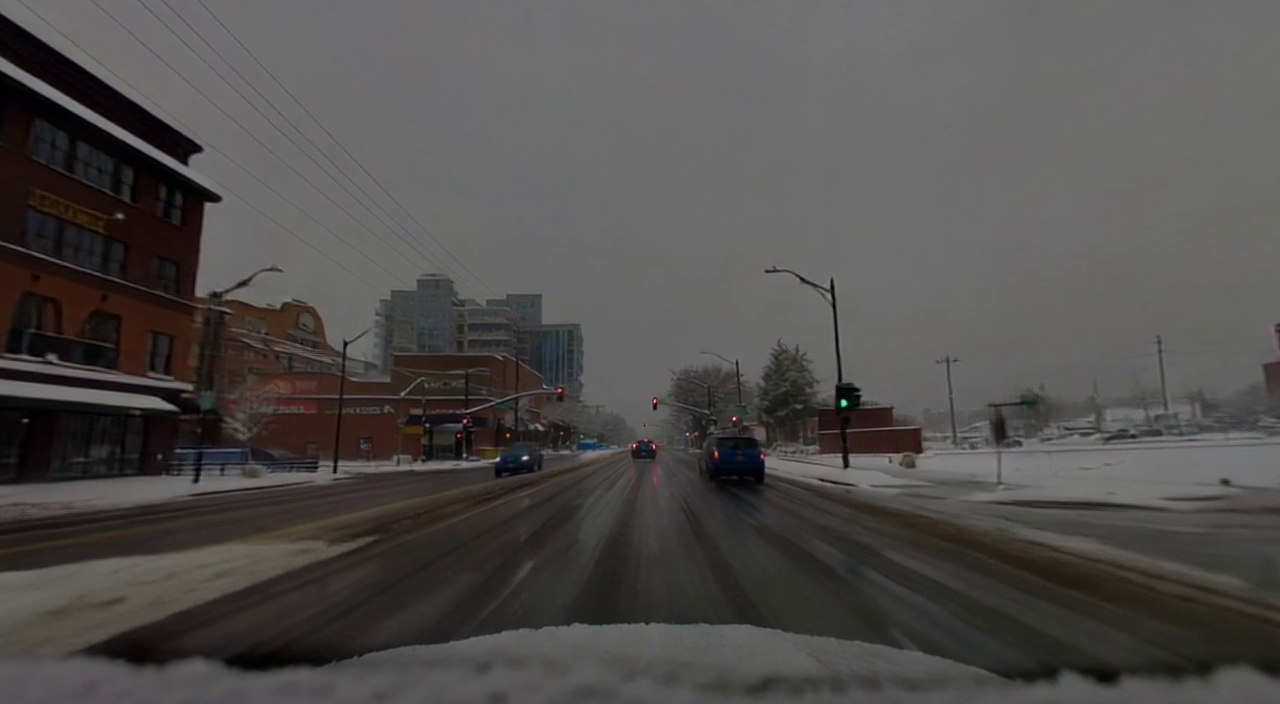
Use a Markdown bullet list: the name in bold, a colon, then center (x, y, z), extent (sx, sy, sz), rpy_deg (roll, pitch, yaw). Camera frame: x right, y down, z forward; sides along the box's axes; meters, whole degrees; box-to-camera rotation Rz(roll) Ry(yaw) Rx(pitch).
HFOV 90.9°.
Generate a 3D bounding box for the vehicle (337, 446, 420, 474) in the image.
- **vehicle**: center (-19.736, 8.142, 47.668), extent (5.223, 2.060, 2.247), rpy_deg (0, -8, 1)

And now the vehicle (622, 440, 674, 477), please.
- **vehicle**: center (0.370, 4.954, 29.561), extent (2.245, 1.587, 4.094), rpy_deg (0, -9, 1)

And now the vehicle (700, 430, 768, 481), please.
- **vehicle**: center (3.859, 4.382, 26.802), extent (2.159, 1.938, 4.836), rpy_deg (0, -9, 0)

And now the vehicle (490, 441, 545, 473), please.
- **vehicle**: center (-6.868, 5.934, 35.778), extent (2.200, 1.666, 4.126), rpy_deg (0, -9, 1)
